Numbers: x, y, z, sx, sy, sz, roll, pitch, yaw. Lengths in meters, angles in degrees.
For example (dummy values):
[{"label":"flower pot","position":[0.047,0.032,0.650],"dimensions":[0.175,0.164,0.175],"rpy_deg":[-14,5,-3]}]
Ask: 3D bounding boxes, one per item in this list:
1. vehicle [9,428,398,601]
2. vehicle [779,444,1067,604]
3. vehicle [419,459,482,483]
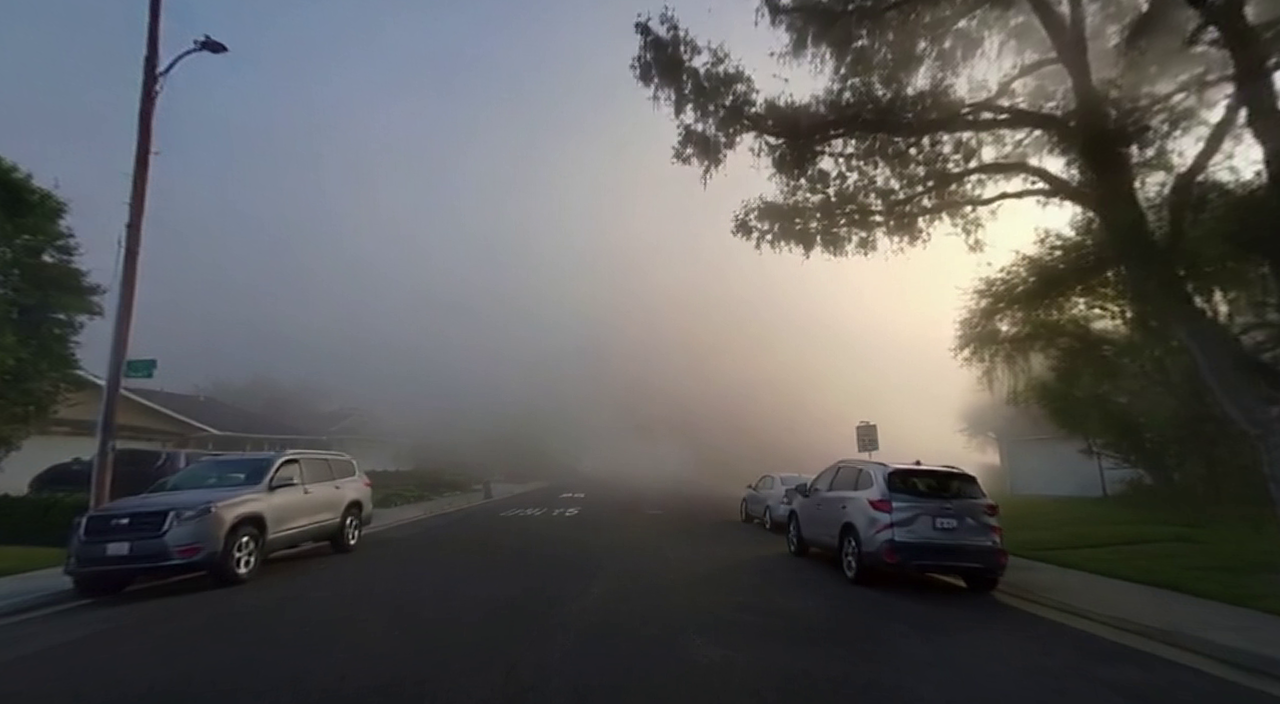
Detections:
[{"label":"vehicle","position":[-6.148,2.443,10.245],"dimensions":[2.322,1.949,5.695],"rpy_deg":[0,-11,-2]},{"label":"vehicle","position":[3.643,2.350,9.345],"dimensions":[2.033,1.730,4.554],"rpy_deg":[1,-11,-1]},{"label":"vehicle","position":[-13.780,8.735,46.138],"dimensions":[3.921,1.629,1.832],"rpy_deg":[0,-12,2]}]
